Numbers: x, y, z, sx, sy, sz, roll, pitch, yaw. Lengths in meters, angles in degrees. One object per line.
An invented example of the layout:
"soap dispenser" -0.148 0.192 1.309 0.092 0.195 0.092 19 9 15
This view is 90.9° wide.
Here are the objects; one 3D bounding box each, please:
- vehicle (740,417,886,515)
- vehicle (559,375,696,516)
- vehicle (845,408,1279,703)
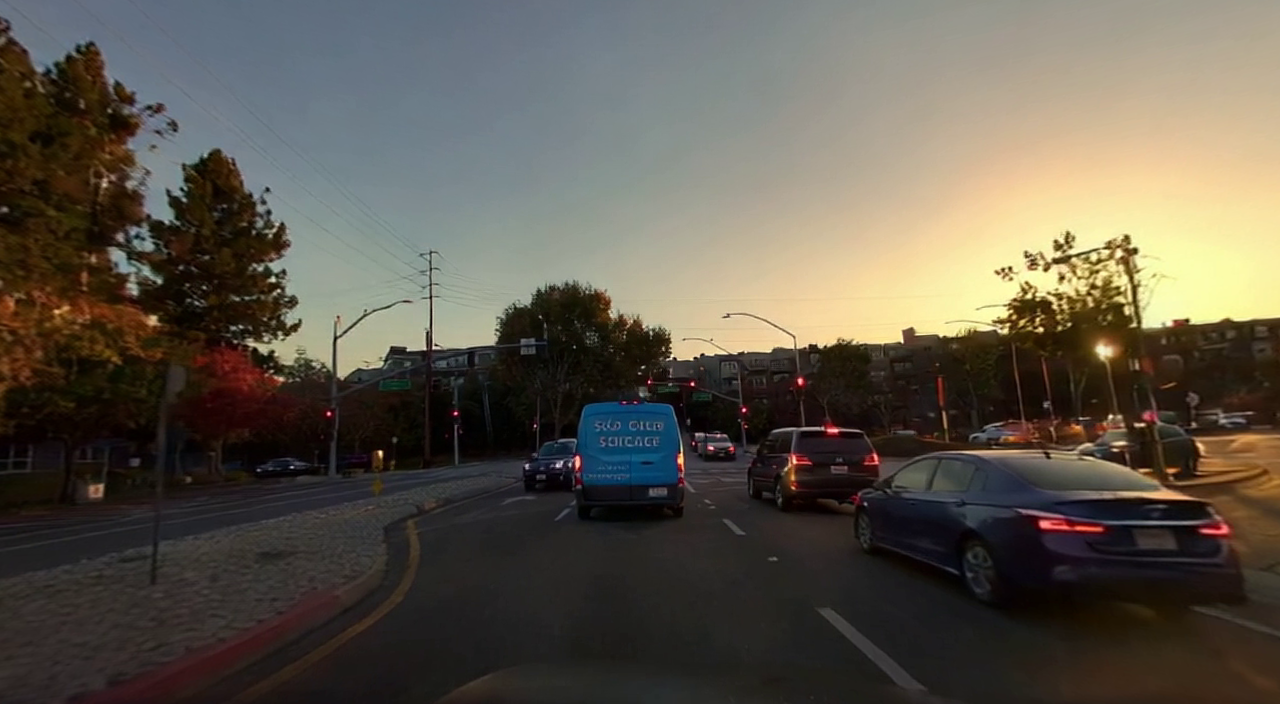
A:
"vehicle" 3.509 2.403 13.717 1.965 1.771 4.295 0 -8 1
"vehicle" -0.114 2.023 13.761 2.422 2.488 4.992 0 -8 3
"vehicle" 3.495 1.362 5.455 1.951 1.483 4.582 0 -8 1
